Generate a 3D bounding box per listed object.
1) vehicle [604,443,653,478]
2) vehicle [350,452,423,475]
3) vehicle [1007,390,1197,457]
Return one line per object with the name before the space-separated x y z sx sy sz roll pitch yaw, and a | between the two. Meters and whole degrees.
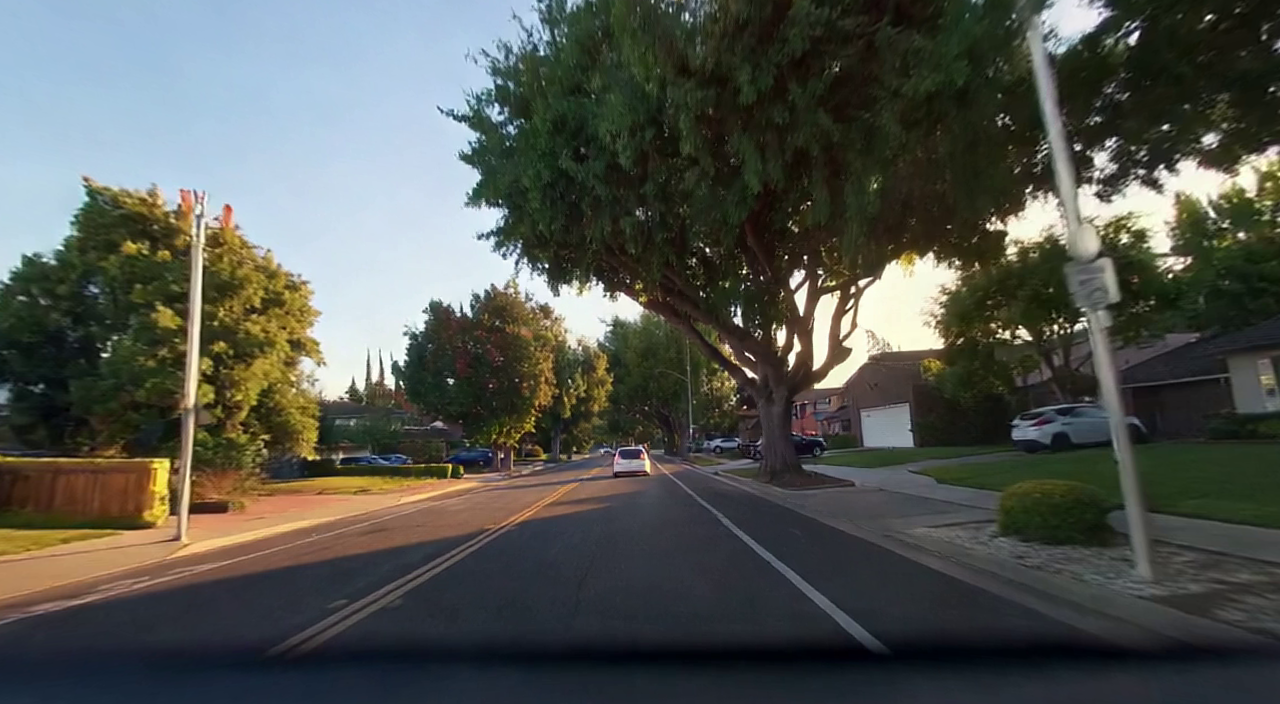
vehicle | -0.504 4.941 28.963 2.098 1.483 4.099 0 -9 0
vehicle | -17.109 7.483 42.638 4.608 1.481 1.890 -4 -10 26
vehicle | 16.973 2.688 23.429 5.269 1.813 2.063 -6 -9 -1
